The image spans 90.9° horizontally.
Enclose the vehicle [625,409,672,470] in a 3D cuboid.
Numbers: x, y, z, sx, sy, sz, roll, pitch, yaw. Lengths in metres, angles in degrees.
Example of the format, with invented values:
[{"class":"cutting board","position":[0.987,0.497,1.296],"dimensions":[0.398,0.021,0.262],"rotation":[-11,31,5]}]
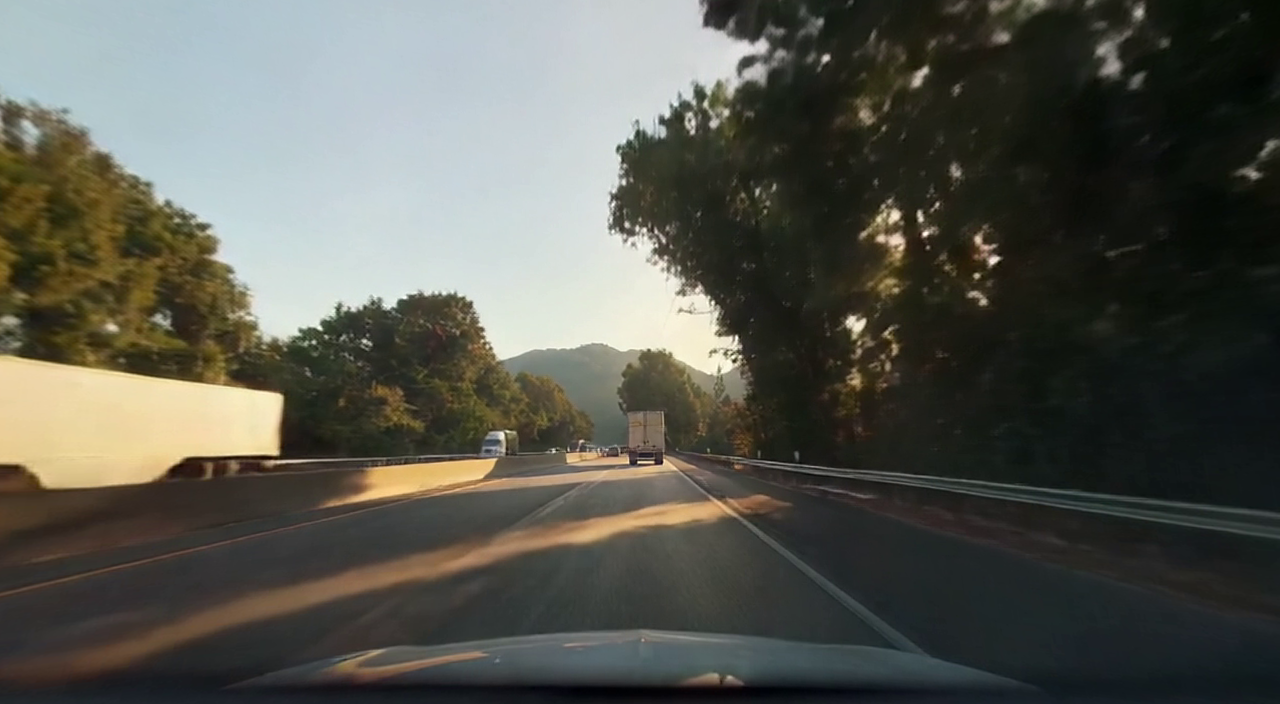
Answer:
[{"class":"vehicle","position":[0.491,6.526,46.499],"dimensions":[3.024,3.965,10.399],"rotation":[0,-9,-1]}]

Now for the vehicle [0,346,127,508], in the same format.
[{"class":"vehicle","position":[-16.836,1.555,13.590],"dimensions":[2.927,3.858,10.028],"rotation":[0,-9,0]}]

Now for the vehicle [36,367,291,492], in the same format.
[{"class":"vehicle","position":[-16.810,2.974,23.365],"dimensions":[2.876,3.780,8.158],"rotation":[0,-9,0]}]
